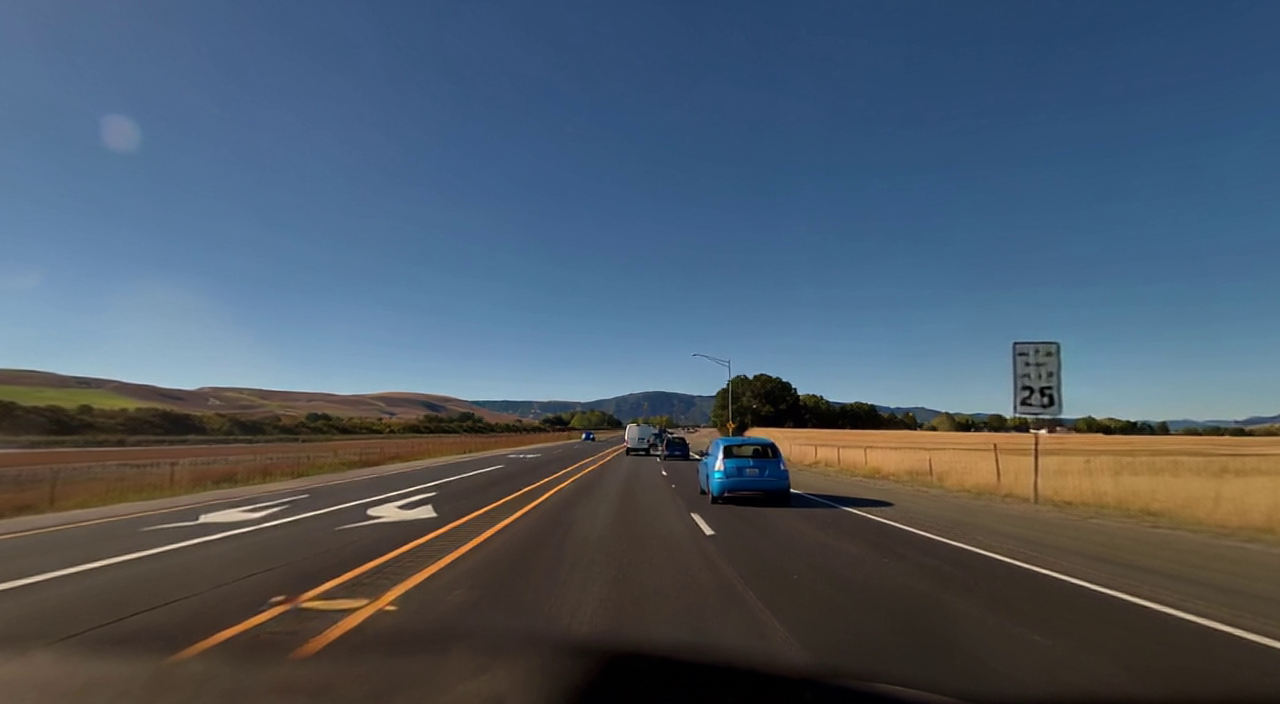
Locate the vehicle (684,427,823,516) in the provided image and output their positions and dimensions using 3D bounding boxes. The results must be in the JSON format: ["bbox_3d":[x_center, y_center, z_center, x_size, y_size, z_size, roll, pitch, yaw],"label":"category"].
[{"bbox_3d":[2.133,2.384,13.079,2.007,1.534,3.976,0,-8,-2],"label":"vehicle"}]

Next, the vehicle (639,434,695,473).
[{"bbox_3d":[1.067,4.326,27.135,2.026,1.531,4.273,0,-8,-3],"label":"vehicle"}]
